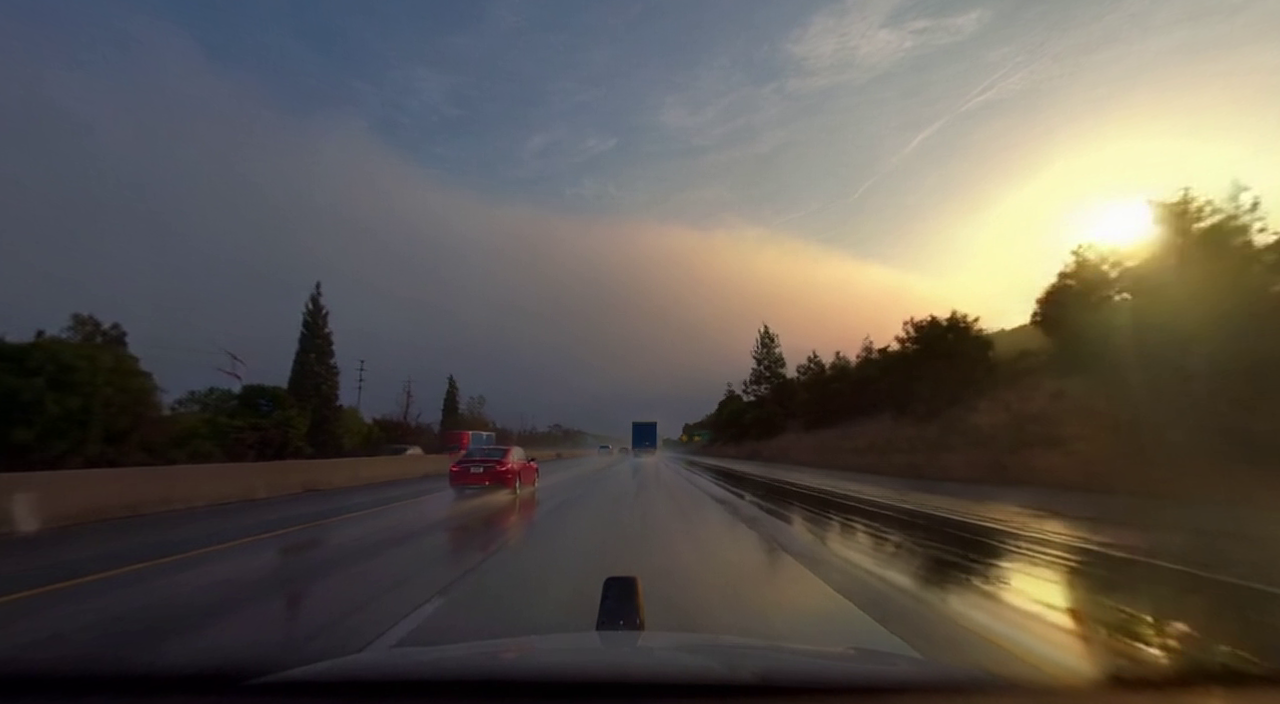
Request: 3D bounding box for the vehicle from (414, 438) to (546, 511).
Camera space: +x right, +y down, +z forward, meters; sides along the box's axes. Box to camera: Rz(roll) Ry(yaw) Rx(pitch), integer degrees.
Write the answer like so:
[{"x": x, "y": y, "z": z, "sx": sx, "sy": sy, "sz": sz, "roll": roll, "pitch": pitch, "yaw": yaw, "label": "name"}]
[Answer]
[{"x": -3.811, "y": 3.017, "z": 16.068, "sx": 1.999, "sy": 1.533, "sz": 4.870, "roll": -1, "pitch": -9, "yaw": 1, "label": "vehicle"}]
